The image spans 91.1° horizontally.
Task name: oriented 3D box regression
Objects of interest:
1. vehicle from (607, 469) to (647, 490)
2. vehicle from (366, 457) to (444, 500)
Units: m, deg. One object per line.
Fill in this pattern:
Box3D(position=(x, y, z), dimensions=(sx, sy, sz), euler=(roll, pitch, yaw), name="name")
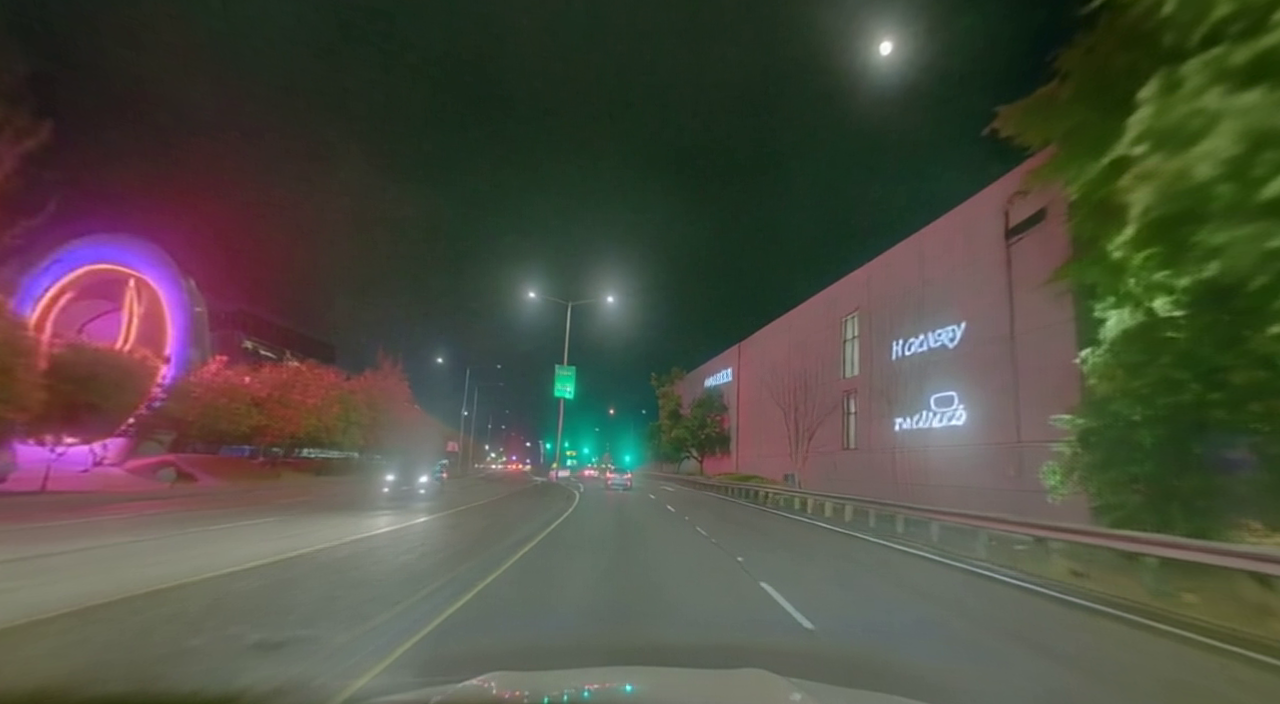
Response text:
Box3D(position=(-0.823, 7.580, 37.483), dimensions=(1.775, 1.186, 2.933), euler=(3, -11, -13), name="vehicle")
Box3D(position=(-9.043, 4.900, 24.523), dimensions=(1.916, 1.516, 3.970), euler=(2, -11, -7), name="vehicle")
